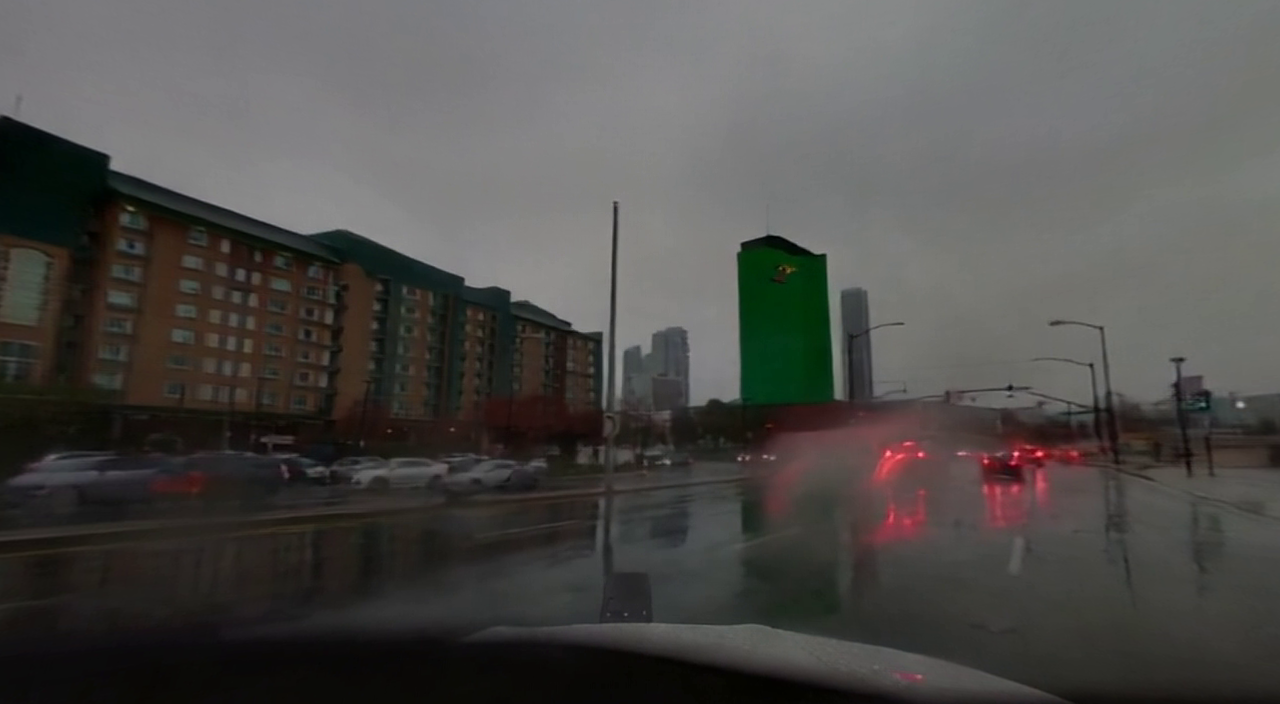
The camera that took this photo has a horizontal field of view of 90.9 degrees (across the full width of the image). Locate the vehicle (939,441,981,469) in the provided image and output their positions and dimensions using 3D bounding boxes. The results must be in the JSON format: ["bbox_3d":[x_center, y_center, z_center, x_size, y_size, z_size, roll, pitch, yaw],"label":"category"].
[{"bbox_3d":[21.096,6.747,41.479,1.857,1.697,4.011,-6,-10,34],"label":"vehicle"}]

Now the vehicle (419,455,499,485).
[{"bbox_3d":[-11.037,7.227,38.761,1.875,1.600,4.604,-6,-10,33],"label":"vehicle"}]

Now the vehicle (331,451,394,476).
[{"bbox_3d":[-18.492,7.404,41.929,3.990,1.502,2.113,-7,-11,38],"label":"vehicle"}]

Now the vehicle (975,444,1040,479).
[{"bbox_3d":[16.798,4.910,28.707,2.041,1.444,4.710,-6,-10,35],"label":"vehicle"}]

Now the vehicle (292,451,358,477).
[{"bbox_3d":[-19.953,7.068,39.874,4.108,1.494,2.133,-7,-10,38],"label":"vehicle"}]

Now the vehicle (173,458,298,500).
[{"bbox_3d":[-17.908,5.603,28.101,1.884,1.575,4.215,-5,-10,32],"label":"vehicle"}]

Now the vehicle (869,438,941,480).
[{"bbox_3d":[11.822,4.680,27.946,2.031,1.692,4.284,-6,-10,34],"label":"vehicle"}]

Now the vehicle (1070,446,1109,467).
[{"bbox_3d":[34.150,7.917,47.944,1.981,1.449,4.533,-5,-10,31],"label":"vehicle"}]

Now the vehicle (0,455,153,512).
[{"bbox_3d":[-21.283,4.704,22.920,2.011,1.803,5.127,-6,-10,35],"label":"vehicle"}]
